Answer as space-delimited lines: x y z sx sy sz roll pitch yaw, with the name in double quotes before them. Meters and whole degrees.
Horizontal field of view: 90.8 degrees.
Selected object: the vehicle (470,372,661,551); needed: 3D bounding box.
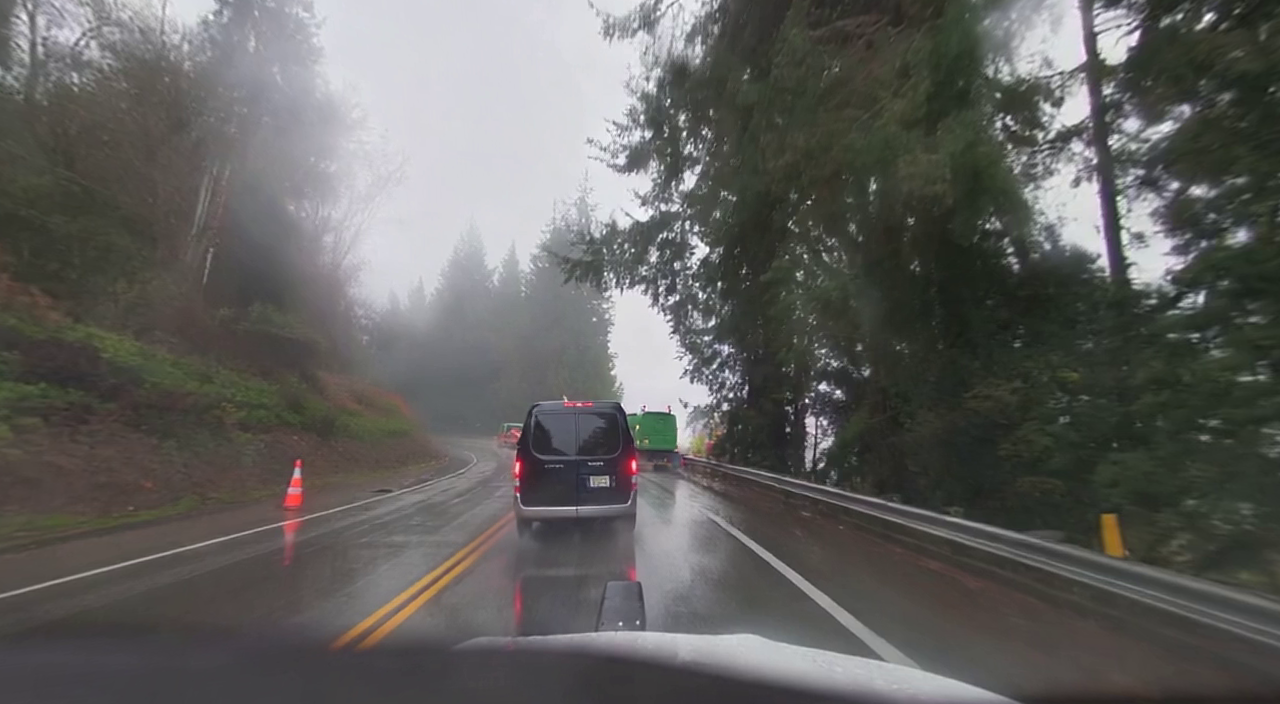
"vehicle" -1.019 1.729 10.418 2.362 2.223 4.892 0 -8 -2
